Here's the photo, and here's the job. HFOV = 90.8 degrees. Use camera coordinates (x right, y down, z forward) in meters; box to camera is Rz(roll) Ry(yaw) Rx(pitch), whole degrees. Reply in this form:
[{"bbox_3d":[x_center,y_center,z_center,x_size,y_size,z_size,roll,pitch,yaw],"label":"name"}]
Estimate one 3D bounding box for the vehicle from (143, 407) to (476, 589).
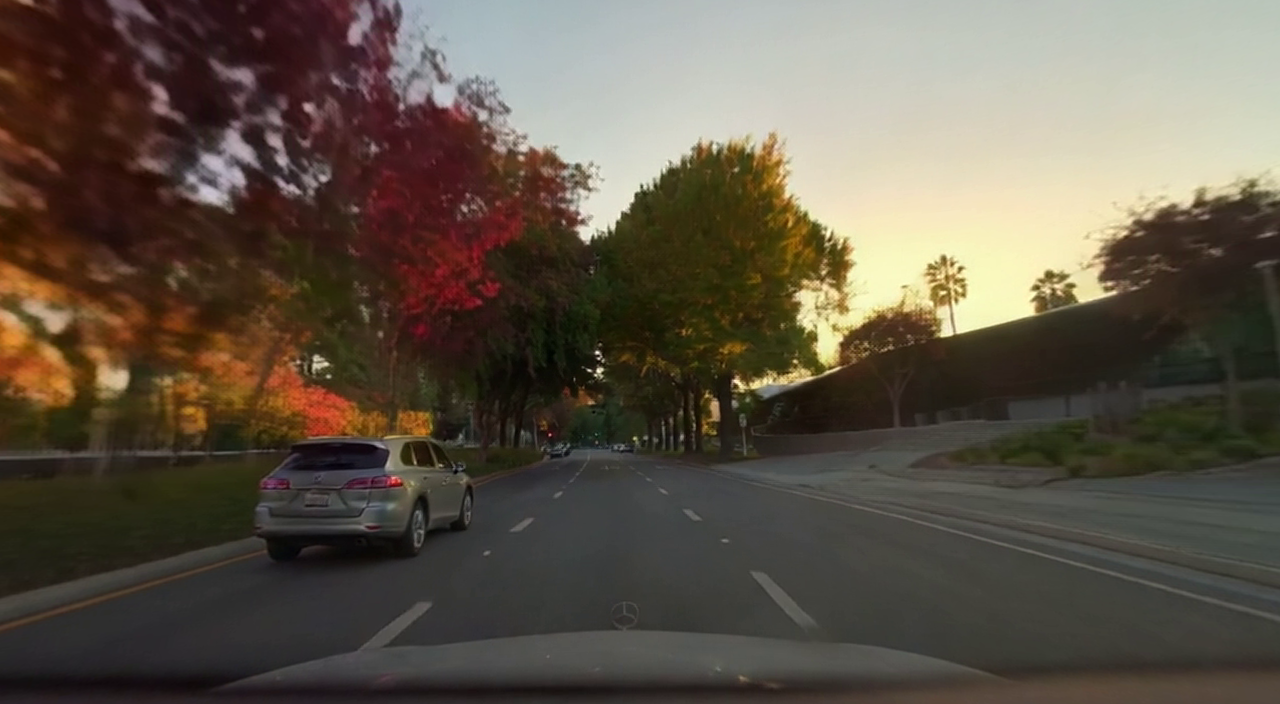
[{"bbox_3d":[-3.742,1.724,8.377,2.067,1.700,4.561,0,-8,-2],"label":"vehicle"}]
